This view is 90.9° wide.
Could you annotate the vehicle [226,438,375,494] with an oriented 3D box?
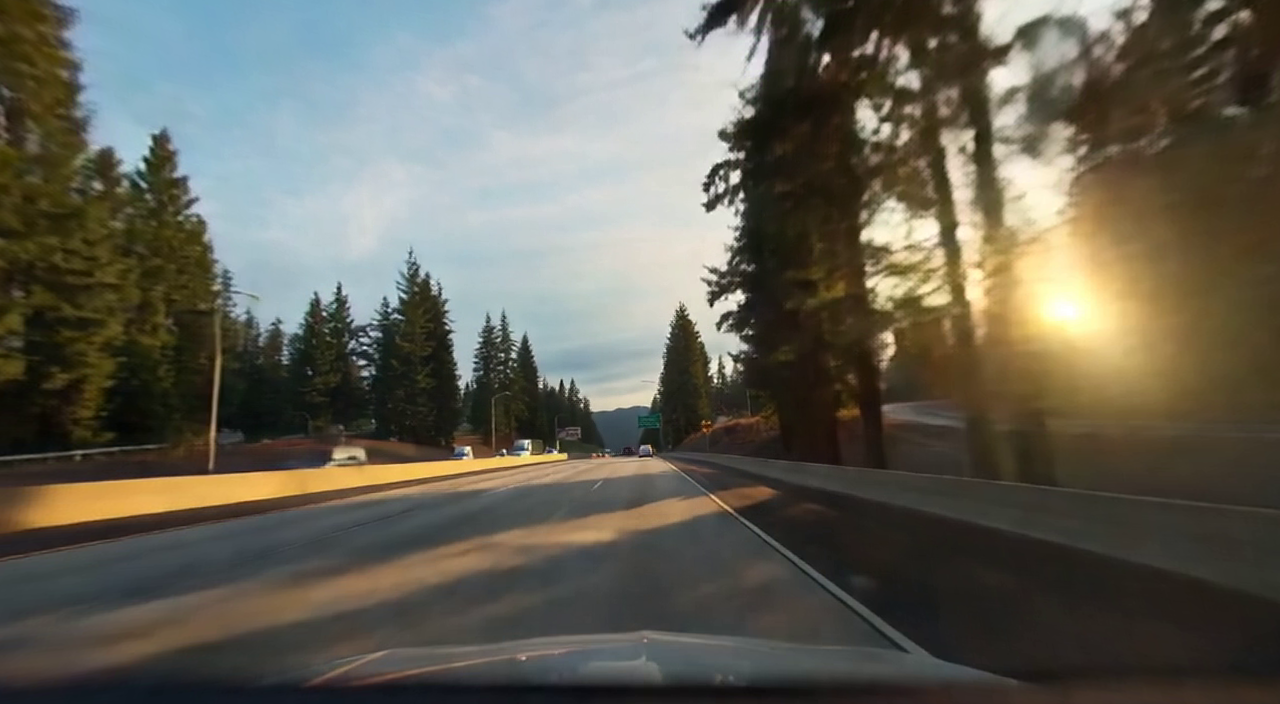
[{"bbox_3d":[-11.278,3.774,21.526,2.108,1.652,5.278,0,-8,1],"label":"vehicle"}]
